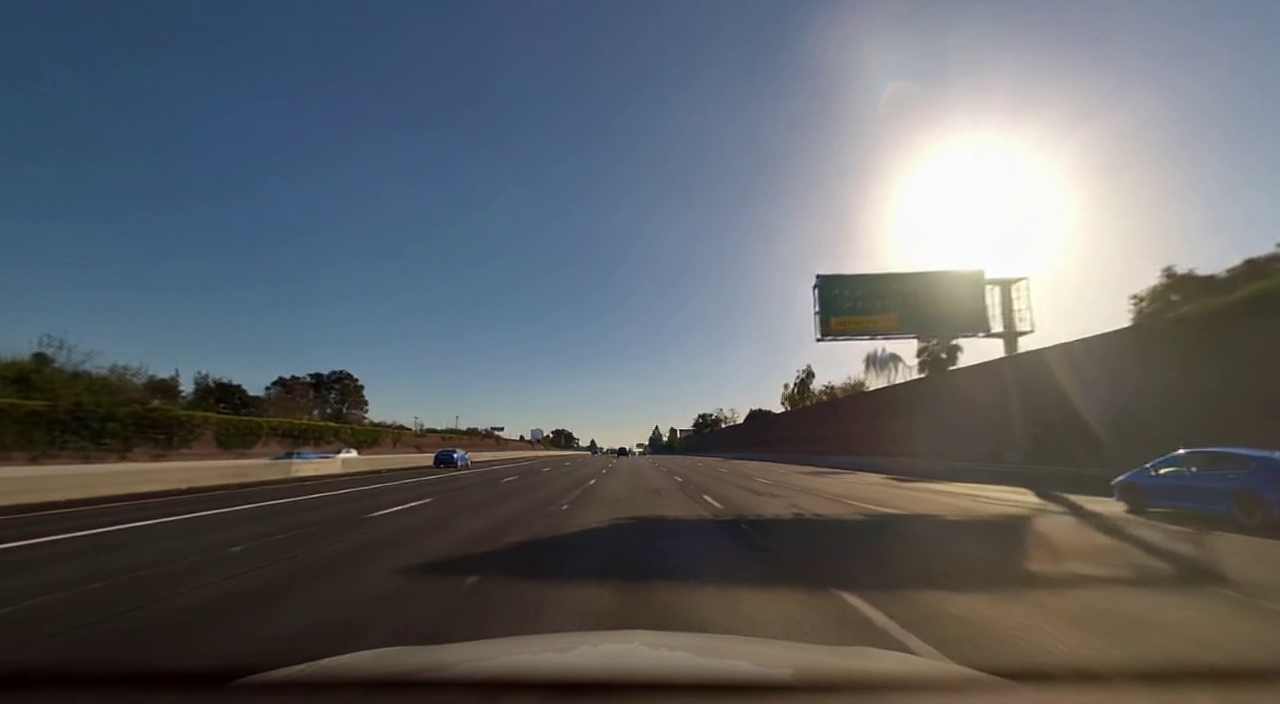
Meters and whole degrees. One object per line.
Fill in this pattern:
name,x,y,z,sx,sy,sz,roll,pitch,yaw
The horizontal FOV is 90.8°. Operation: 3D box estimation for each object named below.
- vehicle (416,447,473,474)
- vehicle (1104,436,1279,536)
vehicle,-11.403,6.320,37.177,1.921,1.452,4.429,0,-9,0
vehicle,10.617,2.197,10.731,1.985,1.493,4.486,0,-9,-1
